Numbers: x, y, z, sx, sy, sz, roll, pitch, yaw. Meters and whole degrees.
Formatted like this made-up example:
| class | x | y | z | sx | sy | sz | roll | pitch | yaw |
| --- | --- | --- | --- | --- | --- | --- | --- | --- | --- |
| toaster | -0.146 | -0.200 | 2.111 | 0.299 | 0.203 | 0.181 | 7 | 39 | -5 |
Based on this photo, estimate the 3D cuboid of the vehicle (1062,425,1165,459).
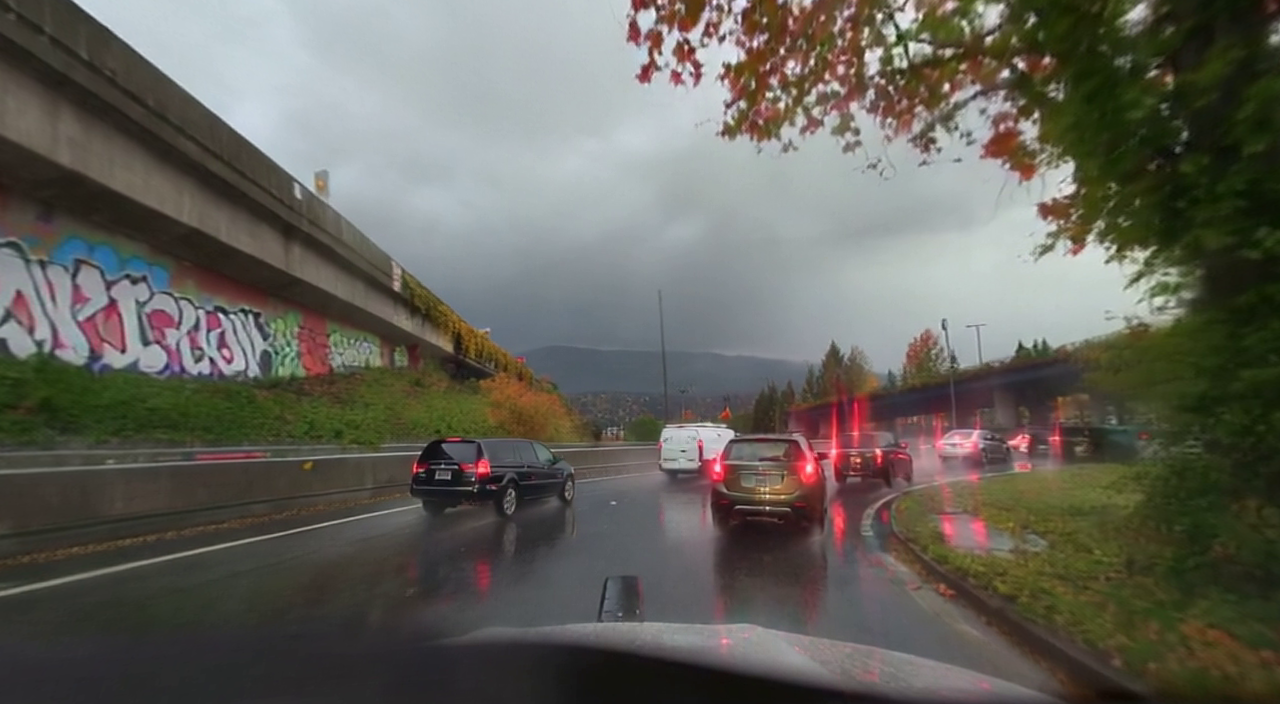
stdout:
| class | x | y | z | sx | sy | sz | roll | pitch | yaw |
| --- | --- | --- | --- | --- | --- | --- | --- | --- | --- |
| vehicle | 21.602 | 4.132 | 28.598 | 3.934 | 1.485 | 1.763 | 4 | -10 | -20 |

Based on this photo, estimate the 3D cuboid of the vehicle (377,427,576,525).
| class | x | y | z | sx | sy | sz | roll | pitch | yaw |
| --- | --- | --- | --- | --- | --- | --- | --- | --- | --- |
| vehicle | -2.933 | 2.337 | 12.329 | 1.921 | 1.554 | 4.081 | -3 | -9 | 16 |

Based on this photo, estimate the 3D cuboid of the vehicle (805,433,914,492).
| class | x | y | z | sx | sy | sz | roll | pitch | yaw |
| --- | --- | --- | --- | --- | --- | --- | --- | --- | --- |
| vehicle | 6.603 | 3.219 | 18.564 | 1.830 | 1.519 | 4.253 | -7 | -11 | 35 |

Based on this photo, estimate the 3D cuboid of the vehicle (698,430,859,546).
| class | x | y | z | sx | sy | sz | roll | pitch | yaw |
| --- | --- | --- | --- | --- | --- | --- | --- | --- | --- |
| vehicle | 2.481 | 2.140 | 10.474 | 2.064 | 1.515 | 3.722 | -4 | -10 | 20 |

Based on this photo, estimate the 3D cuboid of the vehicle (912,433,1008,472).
| class | x | y | z | sx | sy | sz | roll | pitch | yaw |
| --- | --- | --- | --- | --- | --- | --- | --- | --- | --- |
| vehicle | 12.950 | 4.054 | 25.299 | 3.902 | 1.446 | 1.780 | 6 | -11 | -36 |
